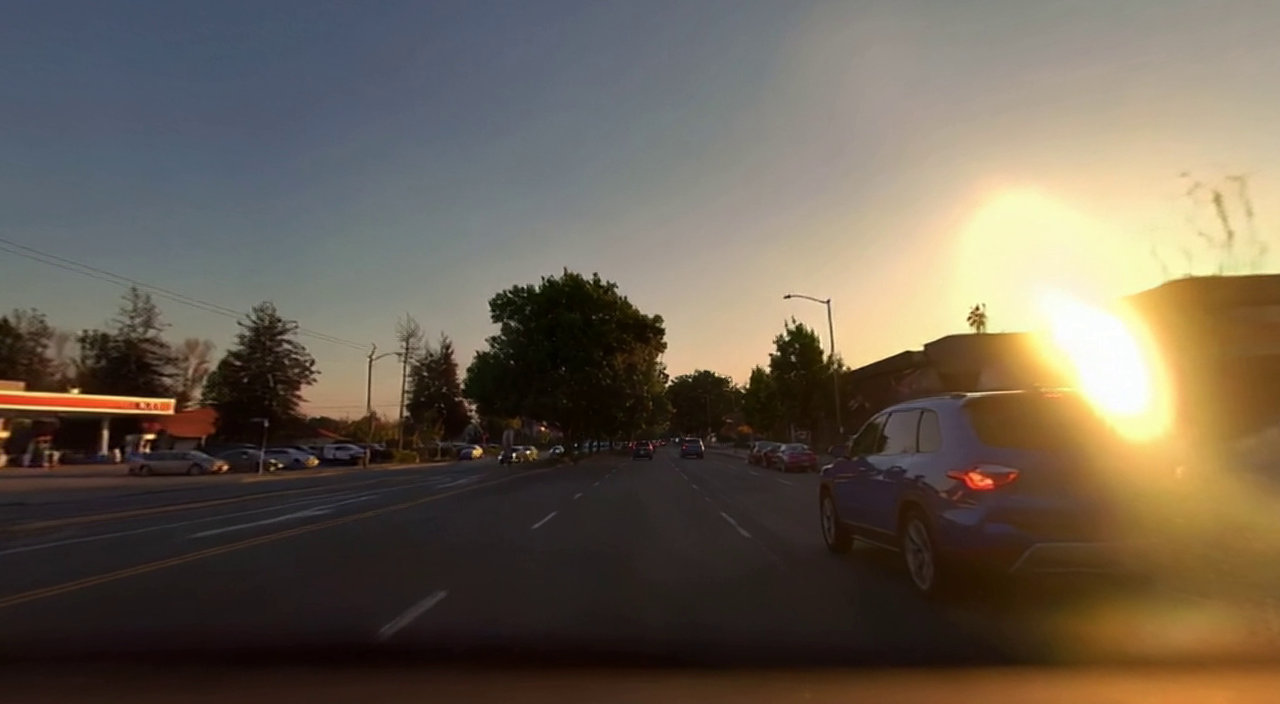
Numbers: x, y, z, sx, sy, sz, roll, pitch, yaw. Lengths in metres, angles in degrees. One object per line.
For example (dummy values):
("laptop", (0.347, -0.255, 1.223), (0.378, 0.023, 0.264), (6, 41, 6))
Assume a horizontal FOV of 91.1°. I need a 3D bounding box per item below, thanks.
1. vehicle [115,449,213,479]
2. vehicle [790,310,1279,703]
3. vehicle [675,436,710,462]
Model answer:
("vehicle", (-25.937, 6.074, 34.273), (3.765, 1.559, 1.915), (0, -8, 1))
("vehicle", (2.960, 1.113, 5.341), (2.246, 1.963, 4.777), (0, -8, 1))
("vehicle", (3.904, 7.355, 47.653), (2.317, 1.857, 5.150), (0, -8, 1))
